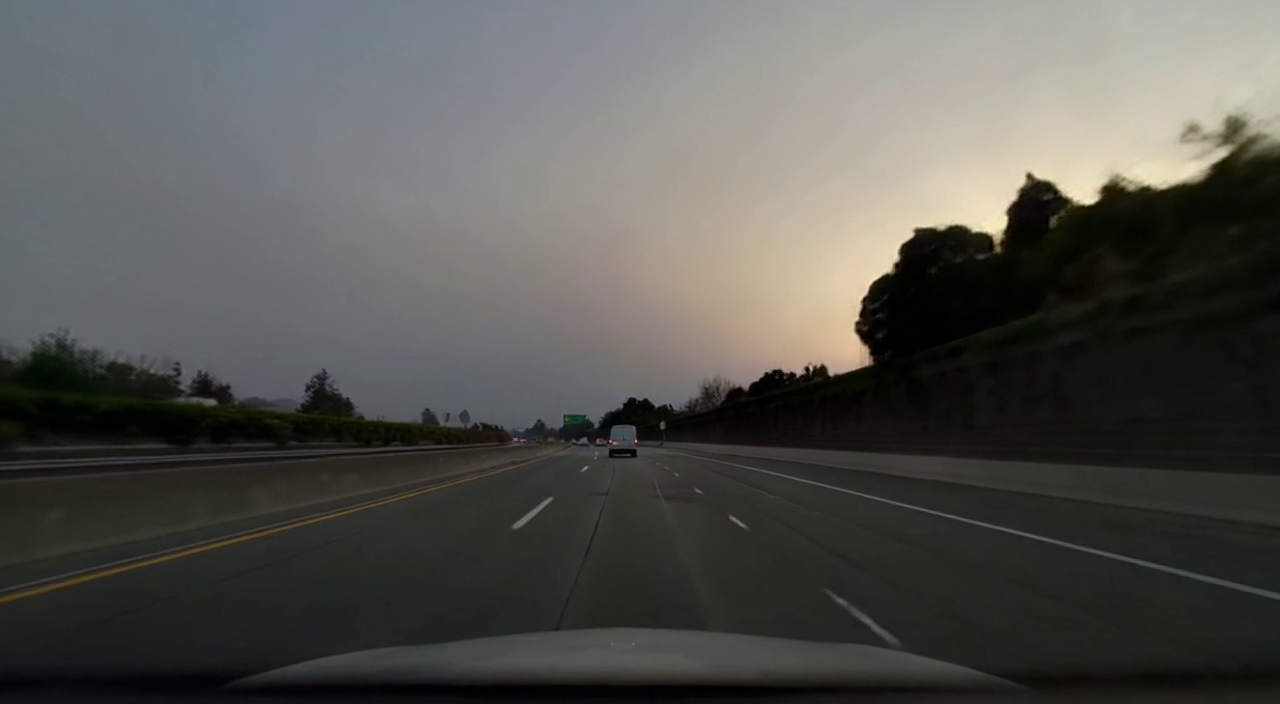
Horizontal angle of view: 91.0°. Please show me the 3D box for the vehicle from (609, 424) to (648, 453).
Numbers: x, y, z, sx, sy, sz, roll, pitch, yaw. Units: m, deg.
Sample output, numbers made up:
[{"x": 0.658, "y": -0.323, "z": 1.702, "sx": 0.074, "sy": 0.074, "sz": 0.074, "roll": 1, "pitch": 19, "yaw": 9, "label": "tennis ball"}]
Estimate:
[{"x": -0.789, "y": 5.311, "z": 38.777, "sx": 2.157, "sy": 1.647, "sz": 4.524, "roll": 0, "pitch": -8, "yaw": -4, "label": "vehicle"}]
